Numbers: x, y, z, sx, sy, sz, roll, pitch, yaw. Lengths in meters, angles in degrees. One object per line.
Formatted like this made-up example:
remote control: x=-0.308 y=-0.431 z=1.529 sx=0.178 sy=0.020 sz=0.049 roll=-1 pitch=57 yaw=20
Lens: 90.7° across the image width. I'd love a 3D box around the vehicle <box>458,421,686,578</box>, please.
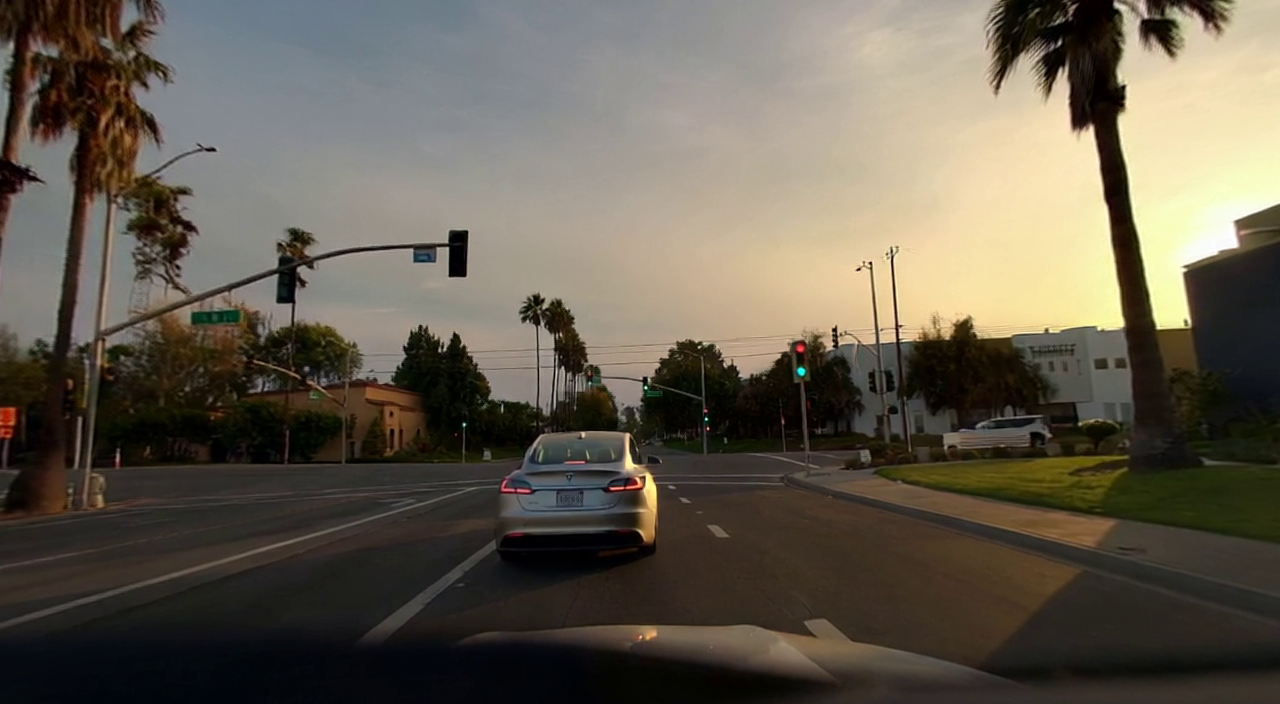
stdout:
vehicle: x=-0.648 y=1.716 z=8.179 sx=2.152 sy=1.478 sz=4.229 roll=0 pitch=-8 yaw=0
